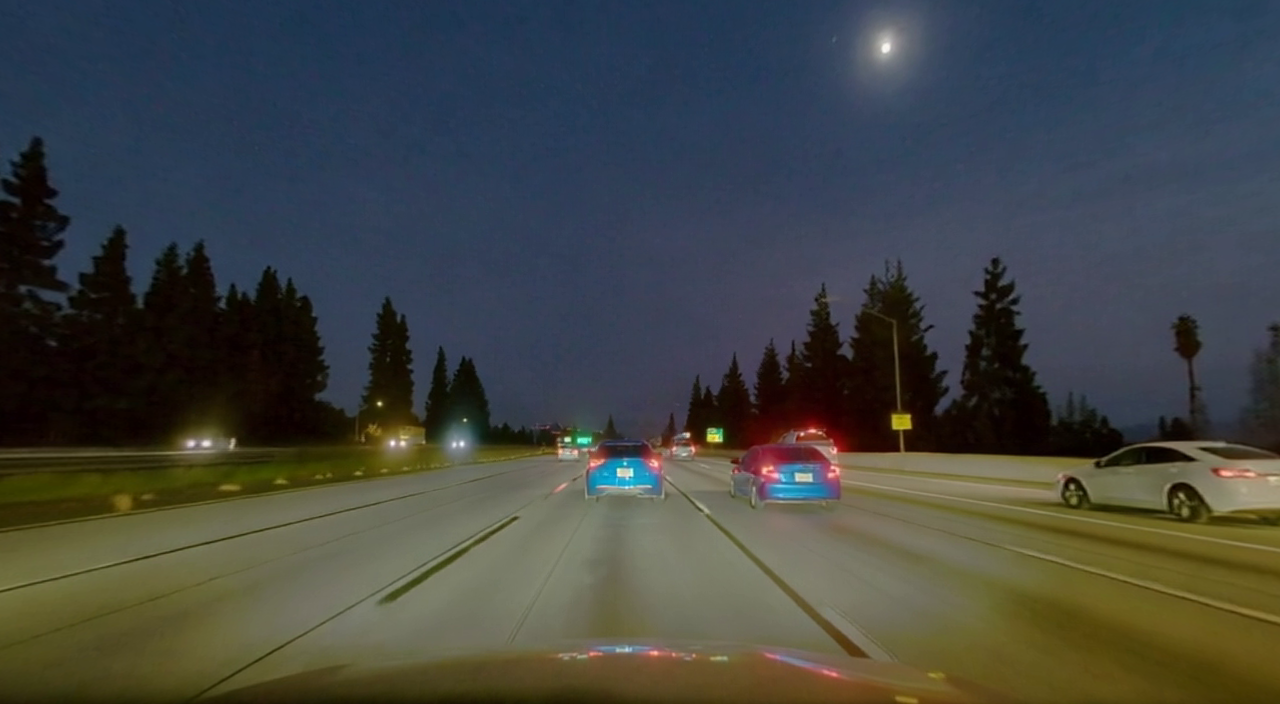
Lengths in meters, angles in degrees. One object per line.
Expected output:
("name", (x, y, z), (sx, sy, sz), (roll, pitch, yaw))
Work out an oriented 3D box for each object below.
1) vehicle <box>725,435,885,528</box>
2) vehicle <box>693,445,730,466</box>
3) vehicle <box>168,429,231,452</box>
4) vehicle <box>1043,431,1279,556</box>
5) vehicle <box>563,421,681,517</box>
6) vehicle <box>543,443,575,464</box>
("vehicle", (3.043, 2.489, 12.677), (1.975, 1.532, 4.227), (1, -9, -2))
("vehicle", (5.296, 7.745, 47.276), (1.972, 1.521, 4.498), (1, -9, -4))
("vehicle", (-34.862, 7.069, 49.937), (1.909, 1.708, 4.396), (1, -9, -3))
("vehicle", (9.433, 2.204, 10.453), (2.106, 1.641, 4.671), (1, -9, -5))
("vehicle", (-0.363, 2.462, 13.640), (2.181, 1.728, 3.970), (1, -9, -1))
("vehicle", (-6.111, 7.740, 48.066), (2.023, 1.497, 4.526), (1, -9, -3))
